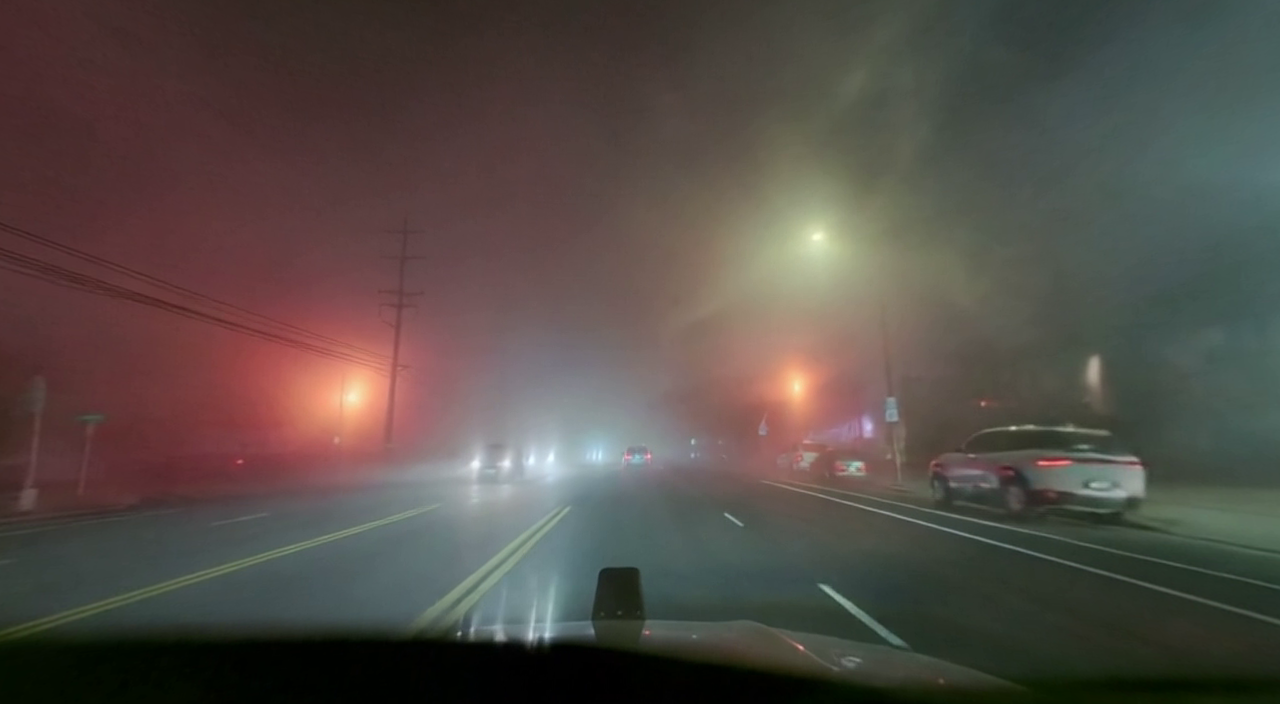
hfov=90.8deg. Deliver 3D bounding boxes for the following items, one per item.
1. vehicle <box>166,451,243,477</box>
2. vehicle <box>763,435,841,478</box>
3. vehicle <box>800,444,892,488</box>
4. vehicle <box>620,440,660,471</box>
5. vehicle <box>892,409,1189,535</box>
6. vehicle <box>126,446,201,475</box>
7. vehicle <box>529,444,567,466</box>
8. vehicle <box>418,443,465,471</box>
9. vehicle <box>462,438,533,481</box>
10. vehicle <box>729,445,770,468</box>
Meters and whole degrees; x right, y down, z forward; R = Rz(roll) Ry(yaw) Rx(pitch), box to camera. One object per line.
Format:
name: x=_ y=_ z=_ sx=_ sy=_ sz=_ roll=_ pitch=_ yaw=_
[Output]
vehicle: x=-26.347 y=6.723 z=38.203 sx=4.391 sy=1.435 sz=2.011 roll=-5 pitch=-9 yaw=29
vehicle: x=7.673 y=4.982 z=30.542 sx=2.188 sy=1.903 sz=5.324 roll=0 pitch=-8 yaw=-2
vehicle: x=7.752 y=4.312 z=24.276 sx=1.833 sy=1.475 sz=4.648 roll=0 pitch=-8 yaw=-2
vehicle: x=-0.041 y=5.598 z=34.384 sx=2.067 sy=1.547 sz=4.513 roll=0 pitch=-8 yaw=-1
vehicle: x=7.675 y=2.366 z=13.253 sx=2.370 sy=2.022 sz=5.918 roll=0 pitch=-8 yaw=0
vehicle: x=-30.700 y=6.949 z=40.683 sx=4.448 sy=1.788 sz=2.003 roll=-4 pitch=-9 yaw=28
vehicle: x=-6.573 y=7.459 z=45.850 sx=2.018 sy=1.466 sz=4.631 roll=0 pitch=-8 yaw=1
vehicle: x=-14.518 y=7.689 z=46.499 sx=1.981 sy=1.761 sz=4.652 roll=-2 pitch=-7 yaw=0
vehicle: x=-6.140 y=4.647 z=27.757 sx=2.096 sy=1.702 sz=4.244 roll=0 pitch=-8 yaw=0
vehicle: x=7.614 y=7.260 z=44.245 sx=1.936 sy=1.479 sz=4.736 roll=0 pitch=-8 yaw=-1
